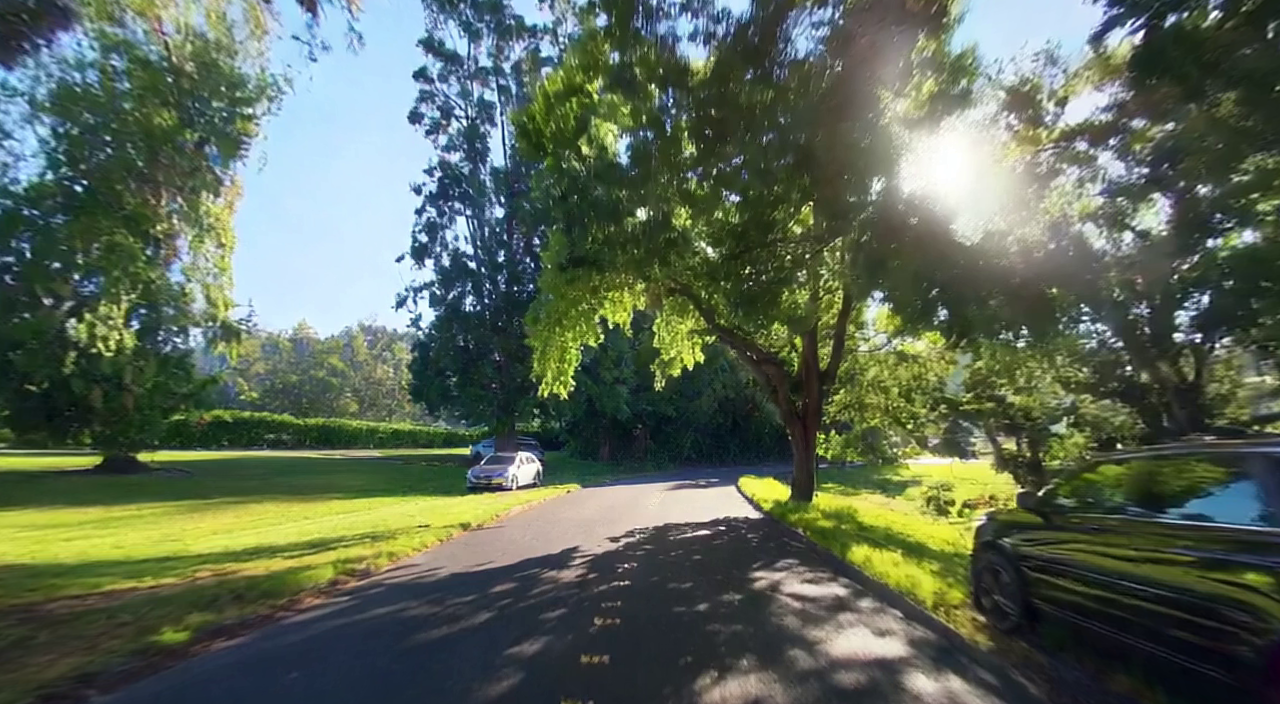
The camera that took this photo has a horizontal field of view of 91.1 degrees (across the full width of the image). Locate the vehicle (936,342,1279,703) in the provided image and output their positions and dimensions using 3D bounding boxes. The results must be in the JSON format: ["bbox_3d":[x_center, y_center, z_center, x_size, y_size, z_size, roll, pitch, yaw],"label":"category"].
[{"bbox_3d":[3.894,1.034,3.808,2.034,1.841,4.713,-1,-8,3],"label":"vehicle"}]

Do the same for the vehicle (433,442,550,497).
[{"bbox_3d":[-4.521,3.662,20.049,2.166,1.512,4.822,-1,-8,5],"label":"vehicle"}]
